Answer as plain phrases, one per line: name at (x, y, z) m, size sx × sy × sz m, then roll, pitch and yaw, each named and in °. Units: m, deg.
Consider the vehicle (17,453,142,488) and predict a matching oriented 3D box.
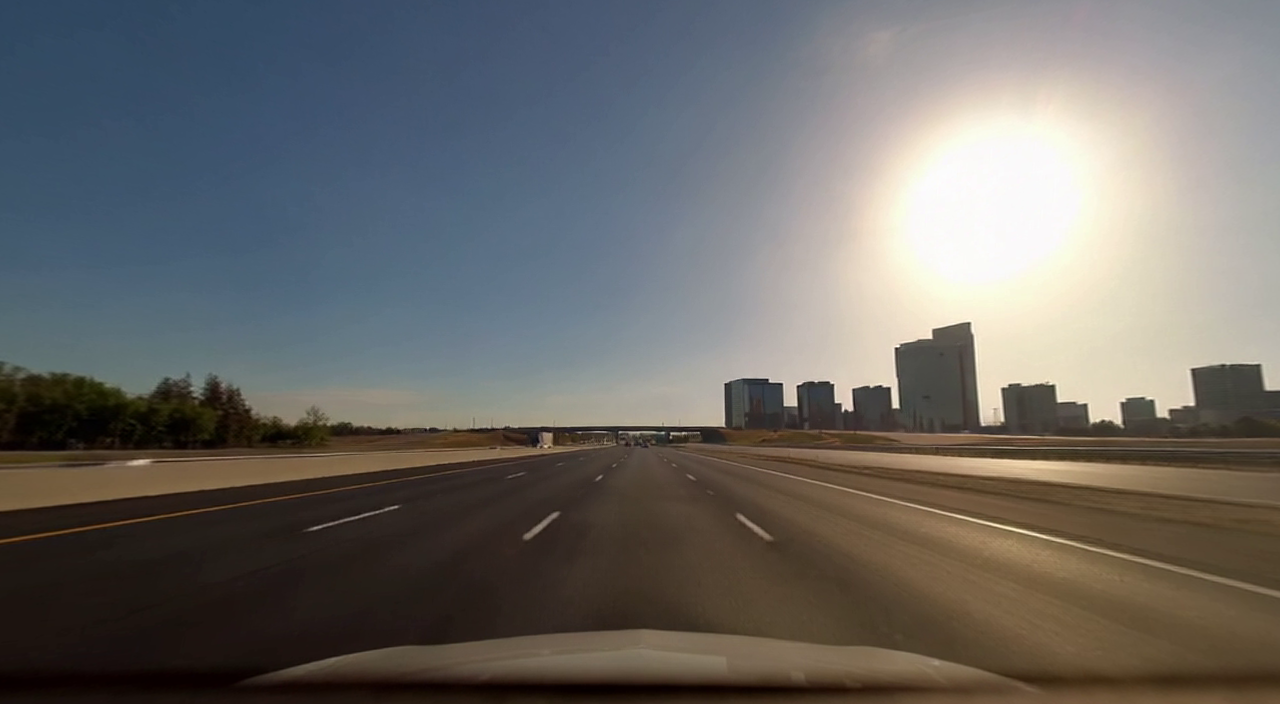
vehicle at (-26.874, 5.677, 30.495) m, size 1.902 × 1.459 × 4.495 m, roll 0°, pitch -8°, yaw 0°
